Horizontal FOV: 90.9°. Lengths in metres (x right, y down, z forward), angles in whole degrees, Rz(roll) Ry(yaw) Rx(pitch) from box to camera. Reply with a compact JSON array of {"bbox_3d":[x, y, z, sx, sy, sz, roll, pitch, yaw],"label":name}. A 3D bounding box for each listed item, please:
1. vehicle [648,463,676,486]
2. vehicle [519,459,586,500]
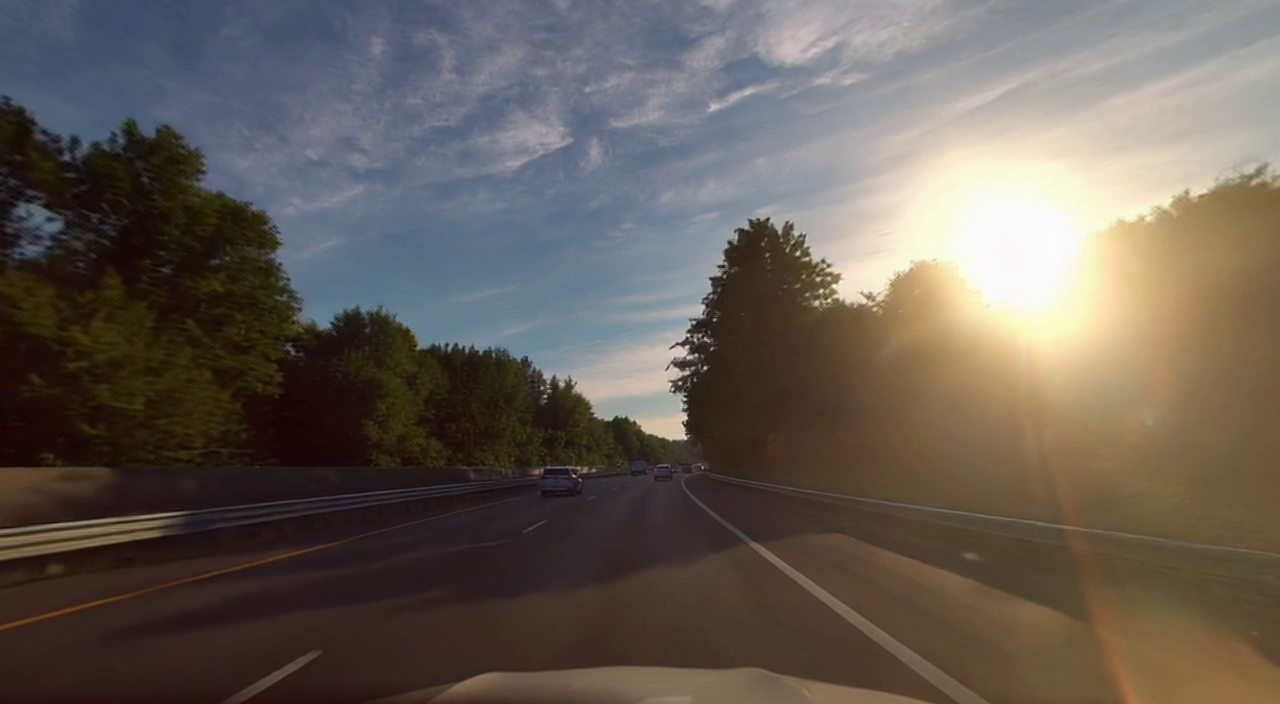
[{"bbox_3d":[1.619,9.108,46.814,2.000,1.594,3.996,1,-10,2],"label":"vehicle"},{"bbox_3d":[-3.671,5.468,27.286,2.063,1.556,4.740,1,-10,1],"label":"vehicle"}]
